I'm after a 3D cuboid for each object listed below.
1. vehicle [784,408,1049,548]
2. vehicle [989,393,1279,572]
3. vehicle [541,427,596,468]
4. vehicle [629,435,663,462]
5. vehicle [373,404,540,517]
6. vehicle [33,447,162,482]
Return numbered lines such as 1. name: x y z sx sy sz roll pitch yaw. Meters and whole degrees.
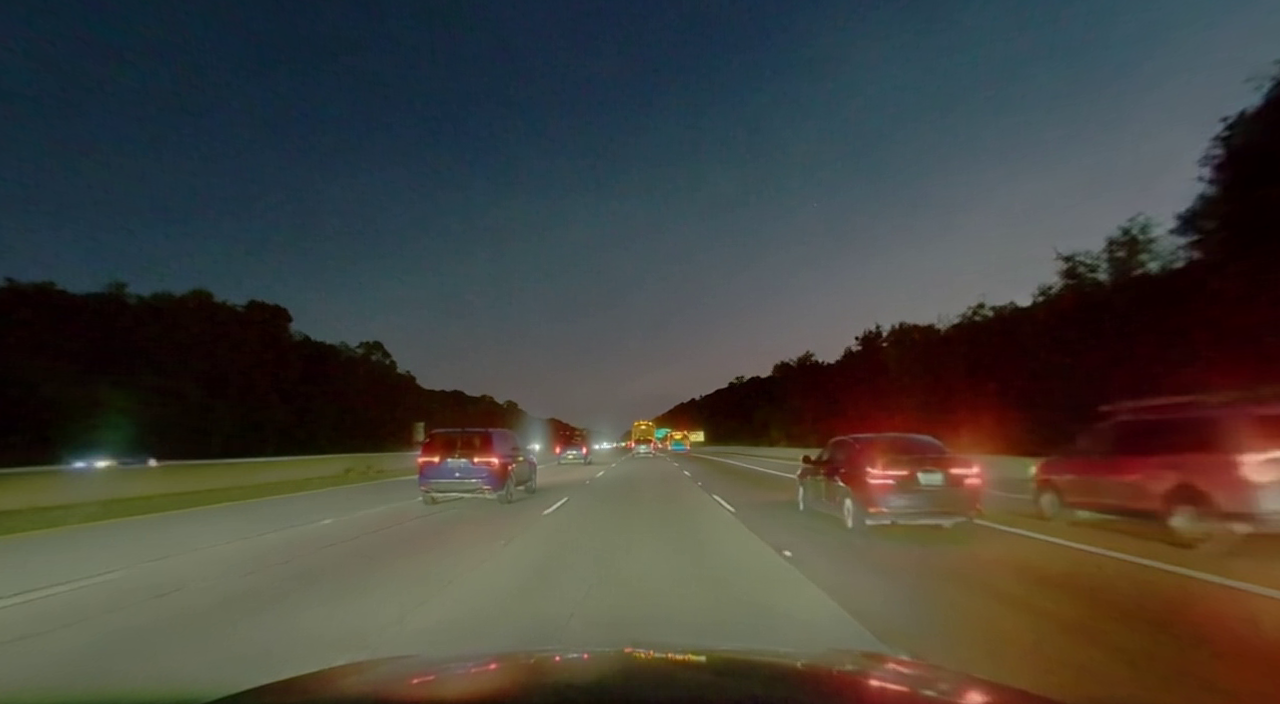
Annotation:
1. vehicle: 3.864 1.854 9.976 2.050 1.661 4.636 0 -8 0
2. vehicle: 7.674 1.699 8.988 2.191 1.807 5.692 0 -8 1
3. vehicle: -3.446 4.741 31.311 2.155 1.843 4.567 0 -8 0
4. vehicle: 0.338 6.077 39.856 2.042 1.632 3.654 0 -8 0
5. vehicle: -3.489 2.177 13.034 2.016 1.898 4.458 -1 -8 1
6. vehicle: -26.973 5.577 31.610 2.280 1.528 4.692 0 -8 0
